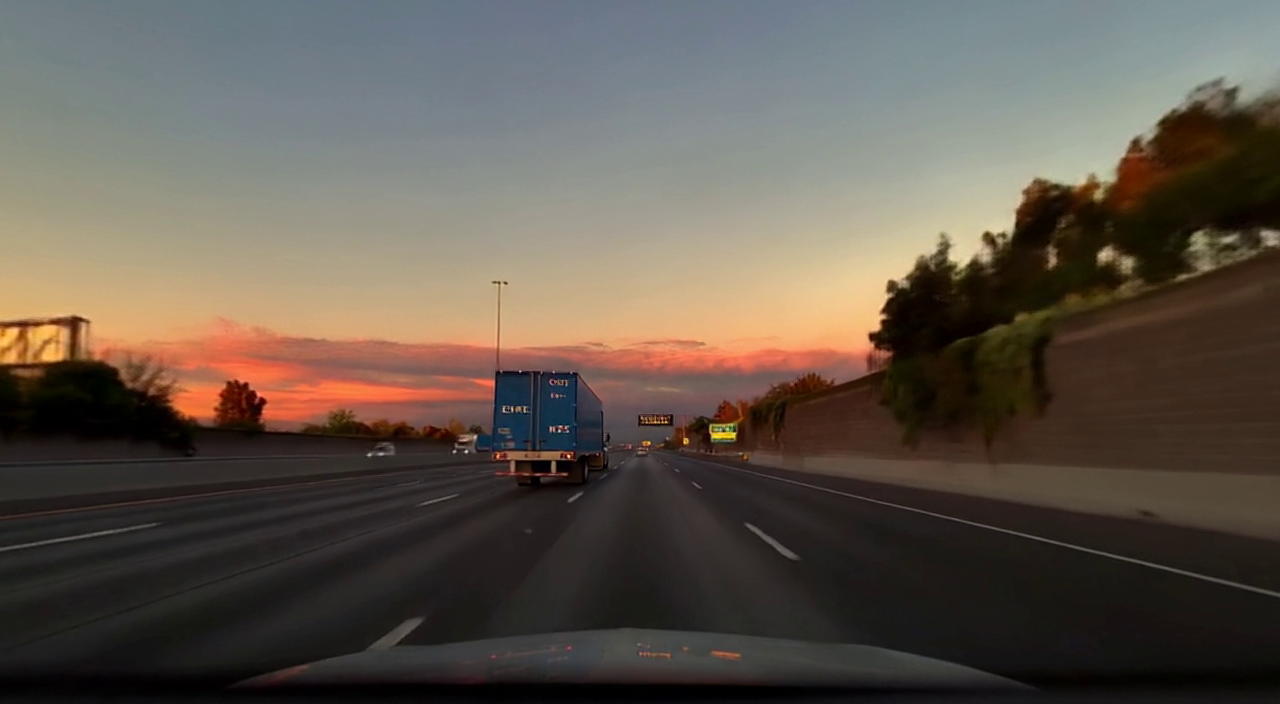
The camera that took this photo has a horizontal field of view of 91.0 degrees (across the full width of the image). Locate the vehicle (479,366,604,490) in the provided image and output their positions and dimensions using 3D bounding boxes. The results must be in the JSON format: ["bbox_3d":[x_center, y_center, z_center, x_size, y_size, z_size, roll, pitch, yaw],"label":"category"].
[{"bbox_3d":[-3.460,3.258,25.709,3.059,3.956,11.036,0,-9,1],"label":"vehicle"}]
